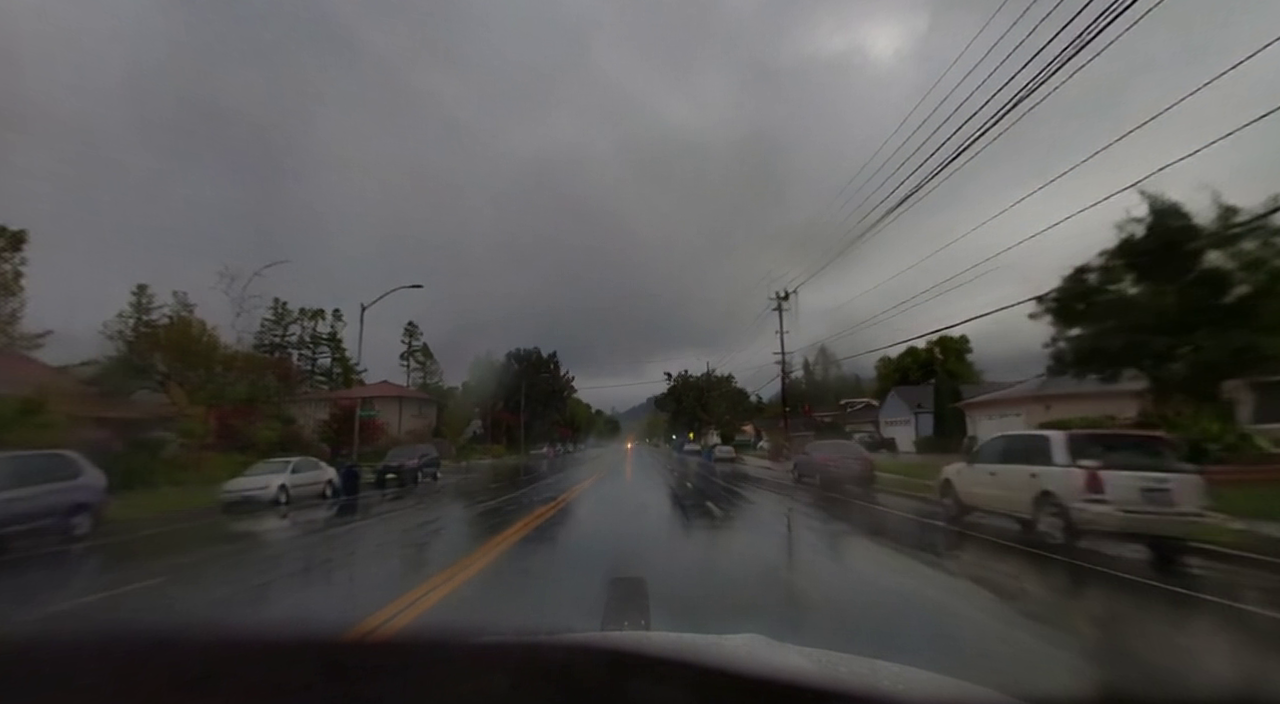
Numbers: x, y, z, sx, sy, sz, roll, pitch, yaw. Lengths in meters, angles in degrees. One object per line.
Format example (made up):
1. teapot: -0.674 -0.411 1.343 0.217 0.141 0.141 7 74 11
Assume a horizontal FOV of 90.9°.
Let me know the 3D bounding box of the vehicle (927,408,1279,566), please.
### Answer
1. vehicle: 6.706 1.928 9.842 2.128 1.823 4.834 0 -8 0

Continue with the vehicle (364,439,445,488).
1. vehicle: -10.403 4.917 28.184 1.984 1.762 4.266 -3 -6 0

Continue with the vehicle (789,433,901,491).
1. vehicle: 6.764 3.682 21.463 2.194 1.741 4.800 0 -8 0

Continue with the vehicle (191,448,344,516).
1. vehicle: -10.650 3.685 18.507 1.932 1.472 4.516 -3 -6 -2

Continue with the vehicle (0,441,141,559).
1. vehicle: -10.466 2.316 9.895 1.974 1.696 4.336 -2 -8 -5
